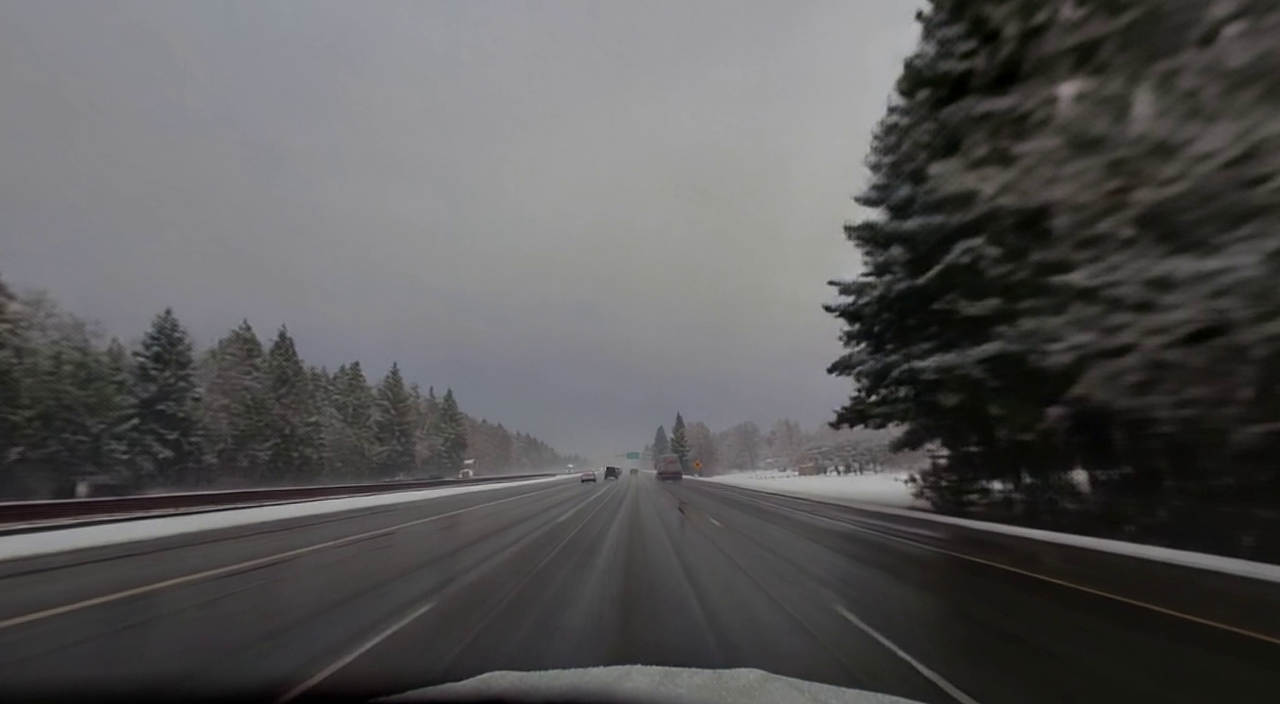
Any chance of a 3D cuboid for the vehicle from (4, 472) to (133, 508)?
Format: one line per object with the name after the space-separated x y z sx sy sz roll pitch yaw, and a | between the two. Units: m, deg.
-26.667 6.434 29.665 1.857 1.530 4.453 1 -10 0 | vehicle
